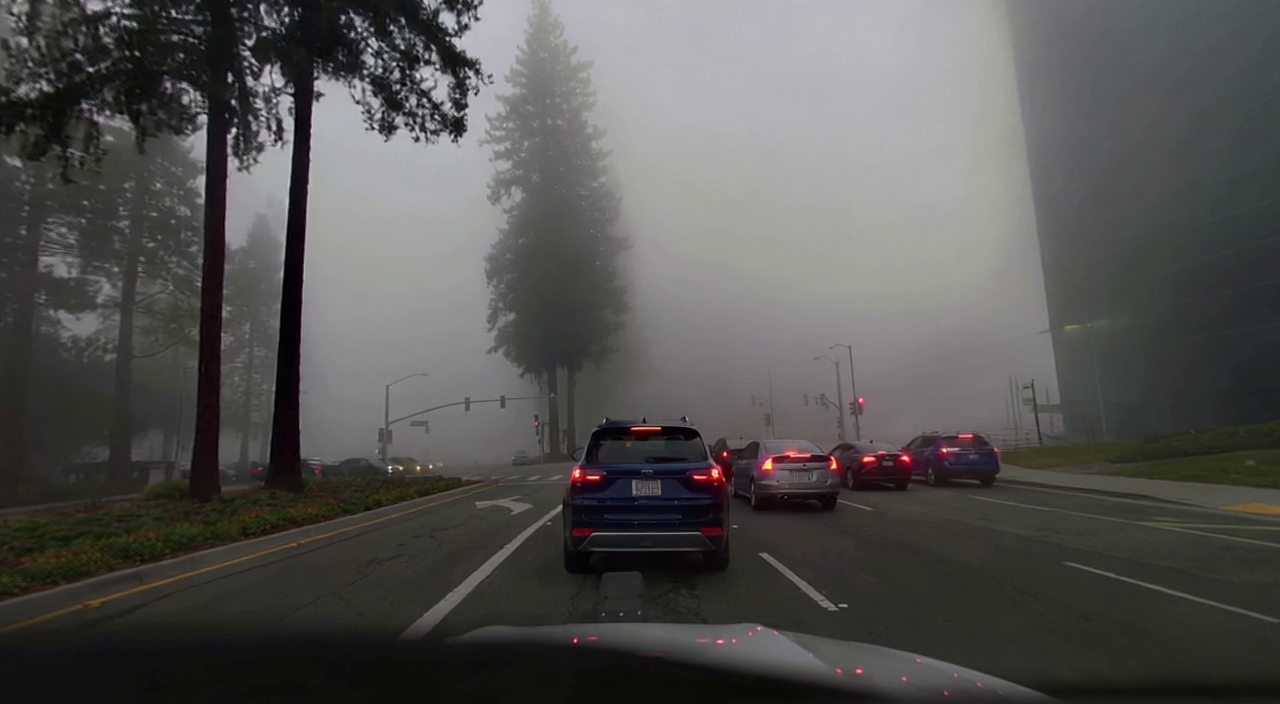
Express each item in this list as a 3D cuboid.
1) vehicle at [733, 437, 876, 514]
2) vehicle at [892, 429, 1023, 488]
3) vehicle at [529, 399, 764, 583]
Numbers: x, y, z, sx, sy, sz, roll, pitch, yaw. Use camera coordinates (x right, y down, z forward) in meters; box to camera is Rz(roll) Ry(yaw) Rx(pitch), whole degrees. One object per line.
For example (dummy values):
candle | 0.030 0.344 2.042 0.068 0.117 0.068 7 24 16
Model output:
vehicle | 3.497 2.718 14.408 1.997 1.471 4.321 0 -9 -1
vehicle | 10.865 3.696 22.132 2.123 1.812 4.553 0 -9 -1
vehicle | 0.061 1.659 8.261 2.266 1.762 4.131 0 -9 0
